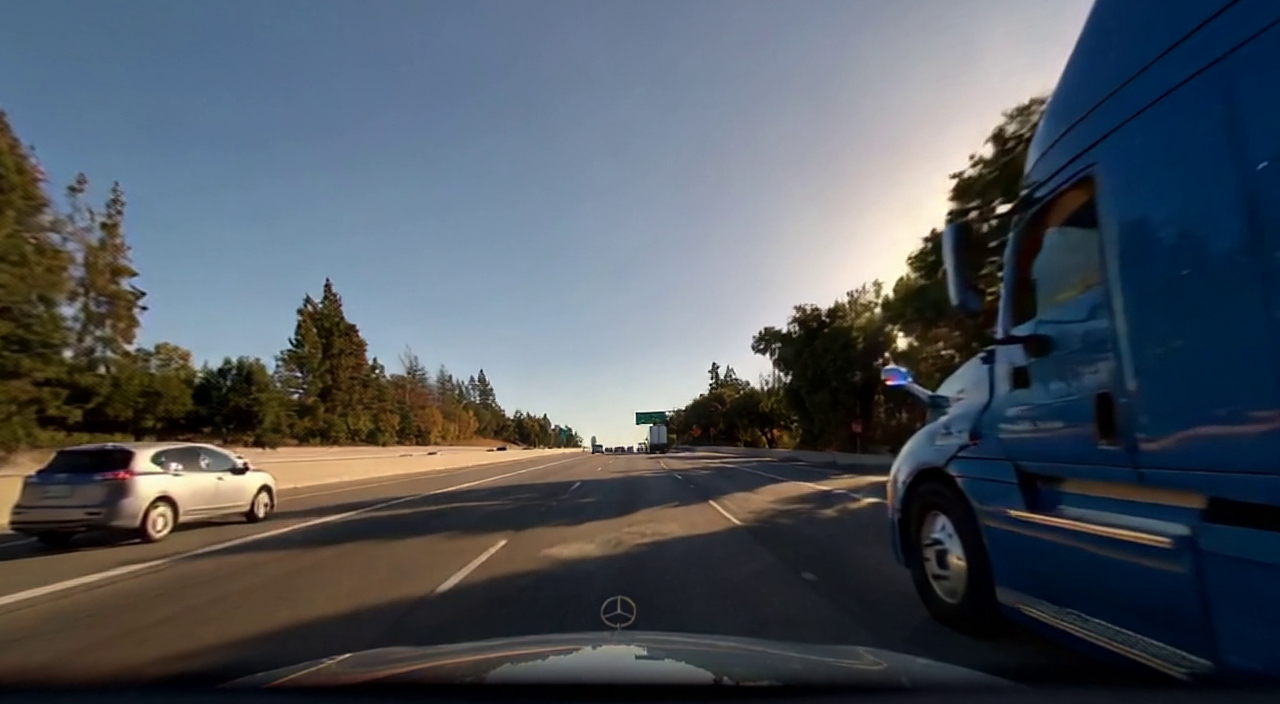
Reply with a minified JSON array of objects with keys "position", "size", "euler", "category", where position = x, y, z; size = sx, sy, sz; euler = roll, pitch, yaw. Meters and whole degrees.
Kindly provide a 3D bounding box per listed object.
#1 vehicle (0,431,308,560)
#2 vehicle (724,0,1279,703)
[{"position":[-7.340,2.026,9.723],"size":[2.033,1.494,4.508],"euler":[0,-9,-1],"category":"vehicle"},{"position":[3.109,0.144,5.501],"size":[2.985,3.985,10.516],"euler":[0,-9,-2],"category":"vehicle"}]
